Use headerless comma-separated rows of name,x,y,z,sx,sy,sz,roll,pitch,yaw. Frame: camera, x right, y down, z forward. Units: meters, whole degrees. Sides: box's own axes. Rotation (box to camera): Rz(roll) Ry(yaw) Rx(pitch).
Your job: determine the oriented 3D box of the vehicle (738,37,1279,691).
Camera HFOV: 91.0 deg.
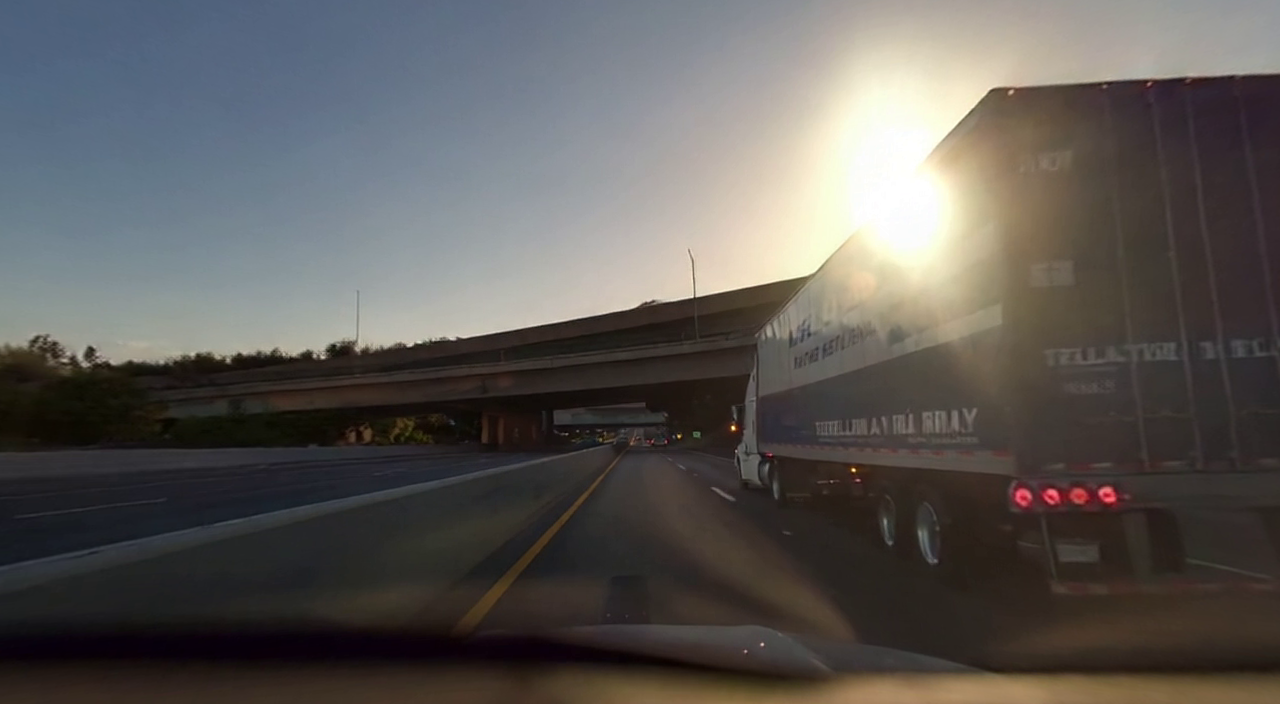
vehicle,4.216,0.939,10.901,3.006,4.093,14.142,0,-8,1
